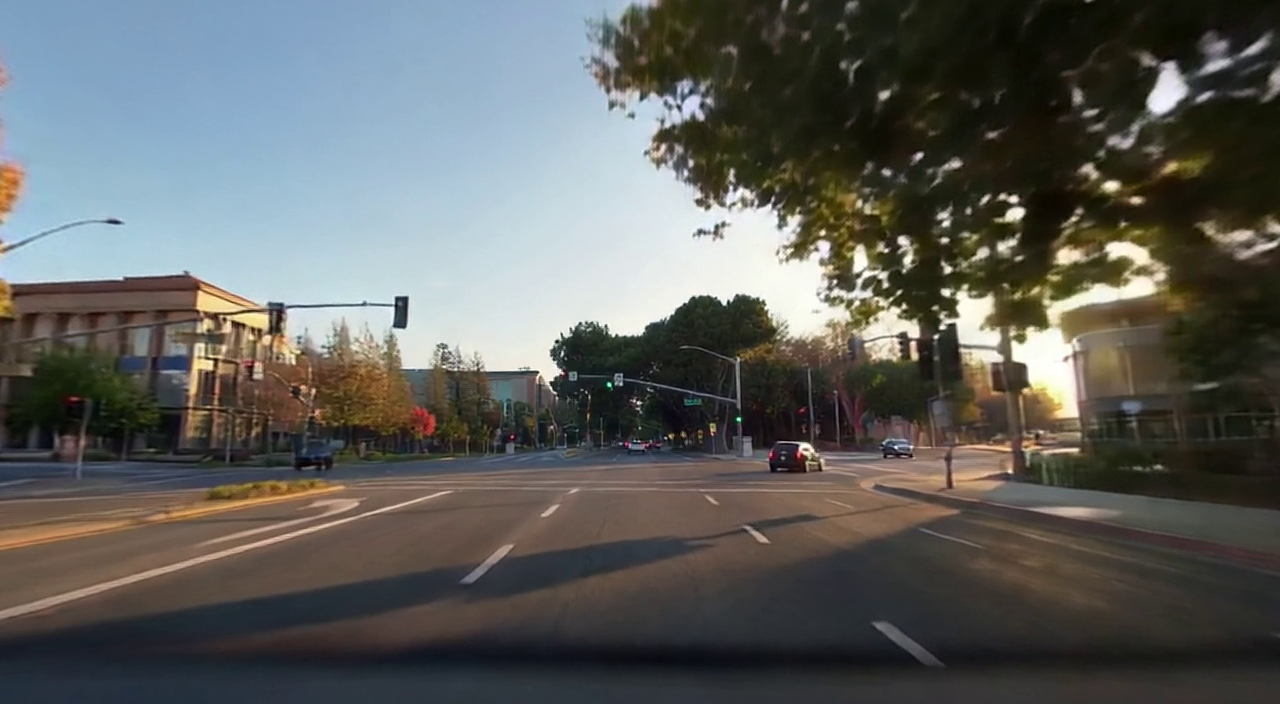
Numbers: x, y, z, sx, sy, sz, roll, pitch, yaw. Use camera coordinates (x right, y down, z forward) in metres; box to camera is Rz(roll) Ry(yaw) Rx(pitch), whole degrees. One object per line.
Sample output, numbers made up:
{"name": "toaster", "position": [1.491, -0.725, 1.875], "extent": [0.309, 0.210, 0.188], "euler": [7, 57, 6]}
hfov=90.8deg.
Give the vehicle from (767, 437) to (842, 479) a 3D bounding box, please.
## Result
{"name": "vehicle", "position": [7.384, 4.744, 28.018], "extent": [2.289, 1.503, 4.595], "euler": [0, -10, 26]}
